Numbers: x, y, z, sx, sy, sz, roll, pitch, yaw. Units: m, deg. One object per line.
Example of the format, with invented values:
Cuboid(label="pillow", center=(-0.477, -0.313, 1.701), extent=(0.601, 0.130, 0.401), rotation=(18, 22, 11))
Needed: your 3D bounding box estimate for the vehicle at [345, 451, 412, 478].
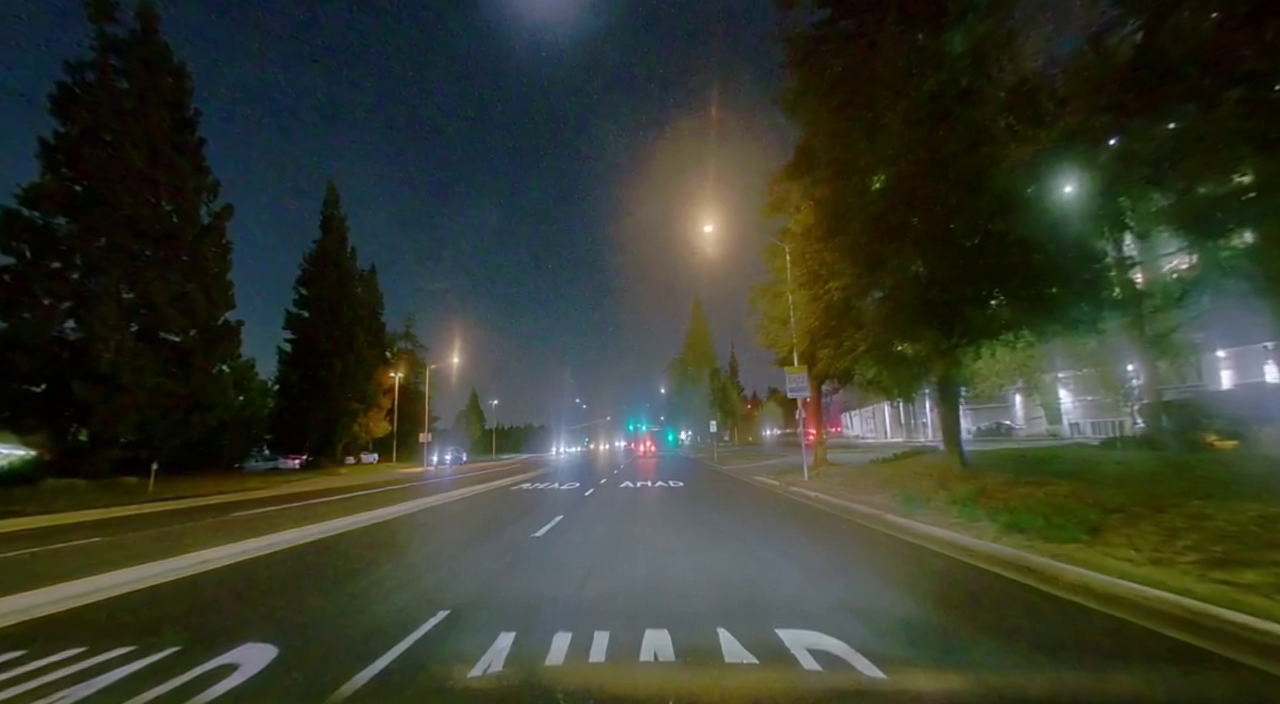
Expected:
Cuboid(label="vehicle", center=(-16.862, 7.263, 40.780), extent=(2.014, 1.515, 5.027), rotation=(0, -8, 2))

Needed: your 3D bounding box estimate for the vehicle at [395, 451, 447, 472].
Cuboid(label="vehicle", center=(-16.894, 8.481, 48.731), extent=(1.955, 1.486, 5.112), rotation=(0, -8, 3))

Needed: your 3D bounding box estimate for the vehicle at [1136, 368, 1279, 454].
Cuboid(label="vehicle", center=(12.527, 1.229, 12.374), extent=(2.032, 1.528, 4.191), rotation=(0, -8, 0))
